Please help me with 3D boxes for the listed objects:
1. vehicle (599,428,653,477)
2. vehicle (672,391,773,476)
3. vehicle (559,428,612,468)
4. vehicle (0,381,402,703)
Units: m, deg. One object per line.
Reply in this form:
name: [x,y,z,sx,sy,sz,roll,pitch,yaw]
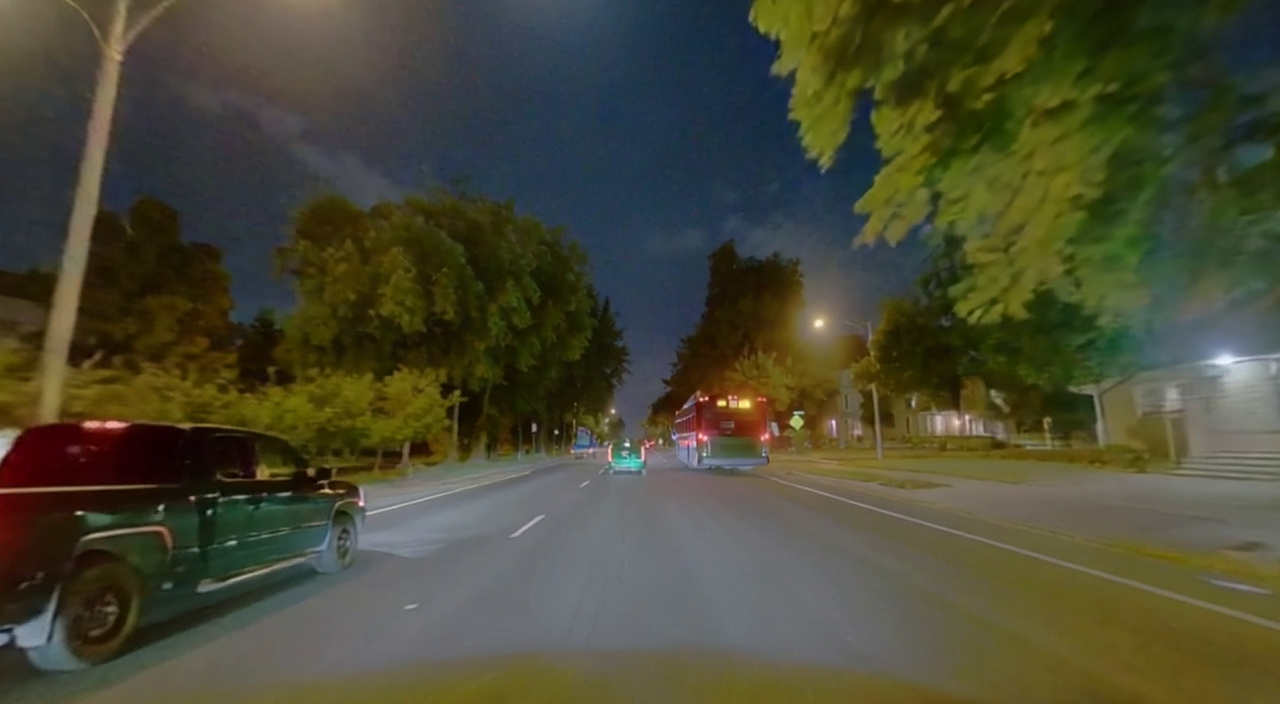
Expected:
vehicle: [-0.489,4.239,26.778,2.074,1.849,5.137,0,-8,1]
vehicle: [3.494,4.056,30.587,3.059,3.264,12.623,0,-8,0]
vehicle: [-2.971,5.444,35.947,2.513,2.066,5.820,0,-8,0]
vehicle: [-3.879,1.229,4.998,2.109,1.543,4.535,0,-8,1]
